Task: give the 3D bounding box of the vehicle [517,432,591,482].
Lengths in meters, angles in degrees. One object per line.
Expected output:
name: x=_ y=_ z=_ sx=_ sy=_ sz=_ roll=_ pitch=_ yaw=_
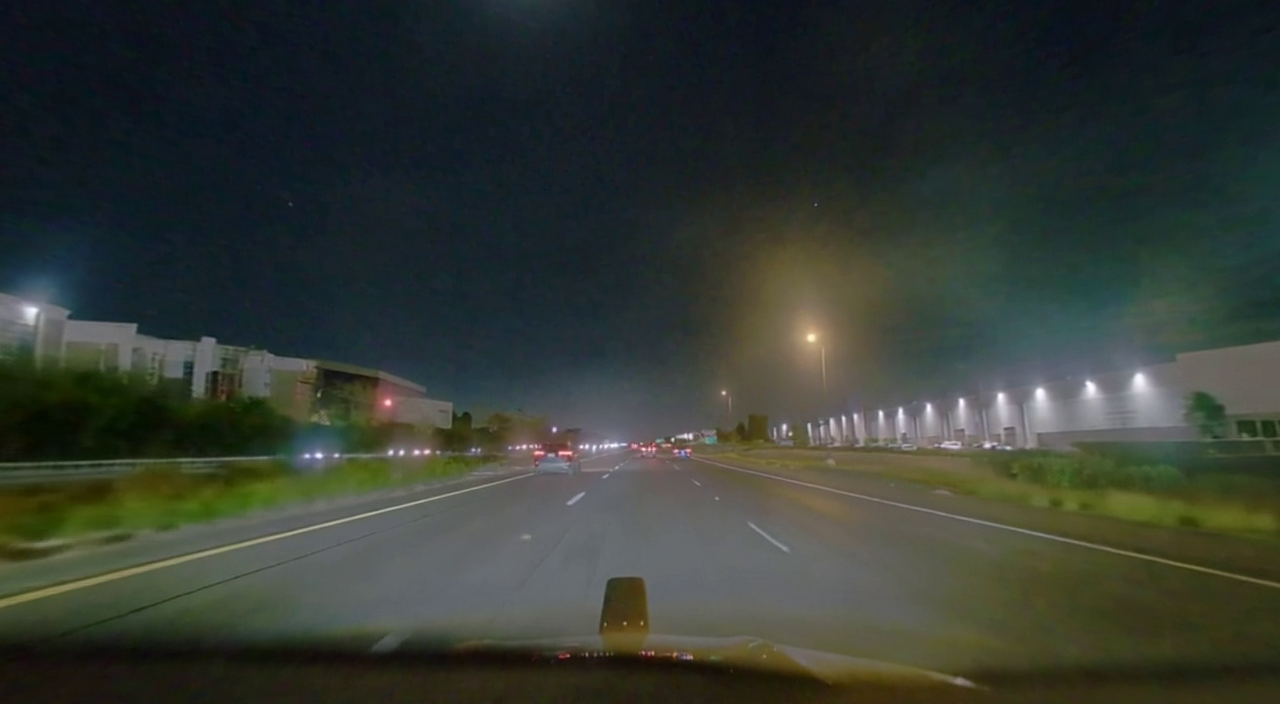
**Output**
vehicle: x=-3.389 y=4.269 z=25.865 sx=2.218 sy=1.850 sz=4.774 roll=0 pitch=-9 yaw=2
